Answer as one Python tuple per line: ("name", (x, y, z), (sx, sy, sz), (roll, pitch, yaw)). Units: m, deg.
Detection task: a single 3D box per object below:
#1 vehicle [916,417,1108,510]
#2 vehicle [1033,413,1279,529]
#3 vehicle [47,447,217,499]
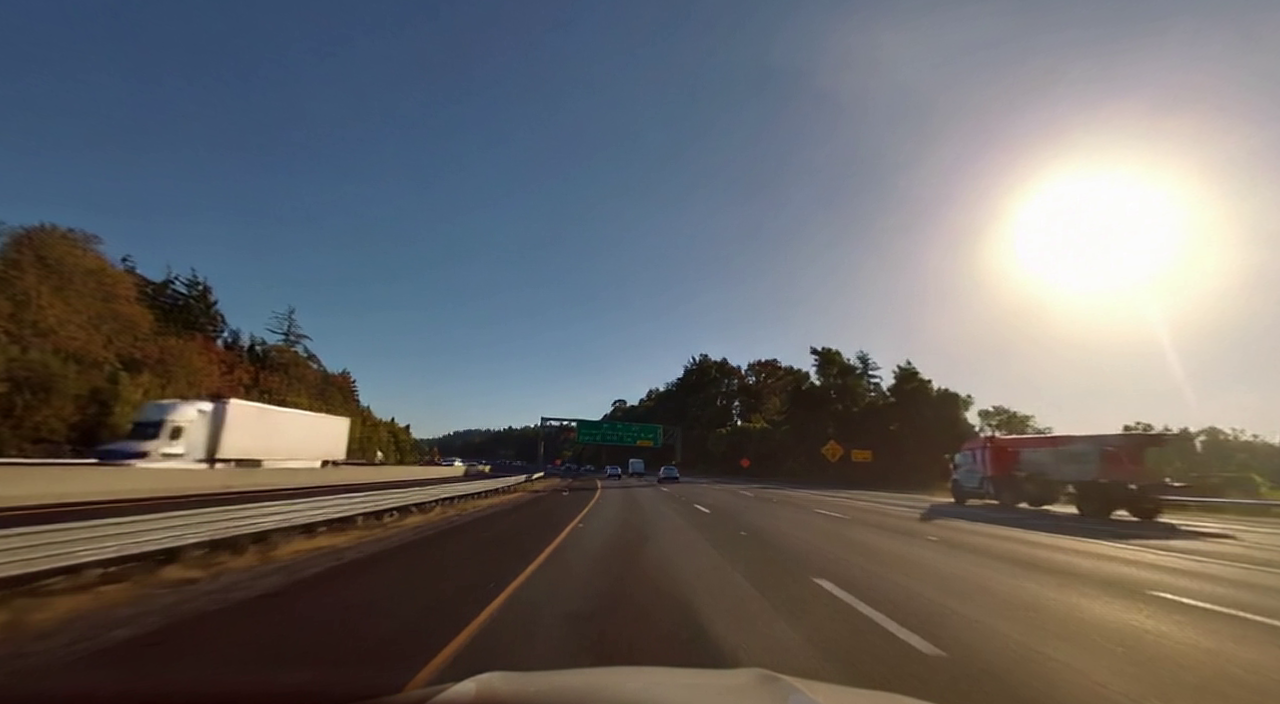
("vehicle", (16.326, 5.105, 28.705), (2.902, 3.371, 8.875), (4, -11, -4))
("vehicle", (16.836, 3.946, 21.025), (2.827, 3.120, 6.502), (4, -10, -3))
("vehicle", (-16.432, 3.968, 20.717), (1.946, 1.475, 4.594), (1, -10, -3))
